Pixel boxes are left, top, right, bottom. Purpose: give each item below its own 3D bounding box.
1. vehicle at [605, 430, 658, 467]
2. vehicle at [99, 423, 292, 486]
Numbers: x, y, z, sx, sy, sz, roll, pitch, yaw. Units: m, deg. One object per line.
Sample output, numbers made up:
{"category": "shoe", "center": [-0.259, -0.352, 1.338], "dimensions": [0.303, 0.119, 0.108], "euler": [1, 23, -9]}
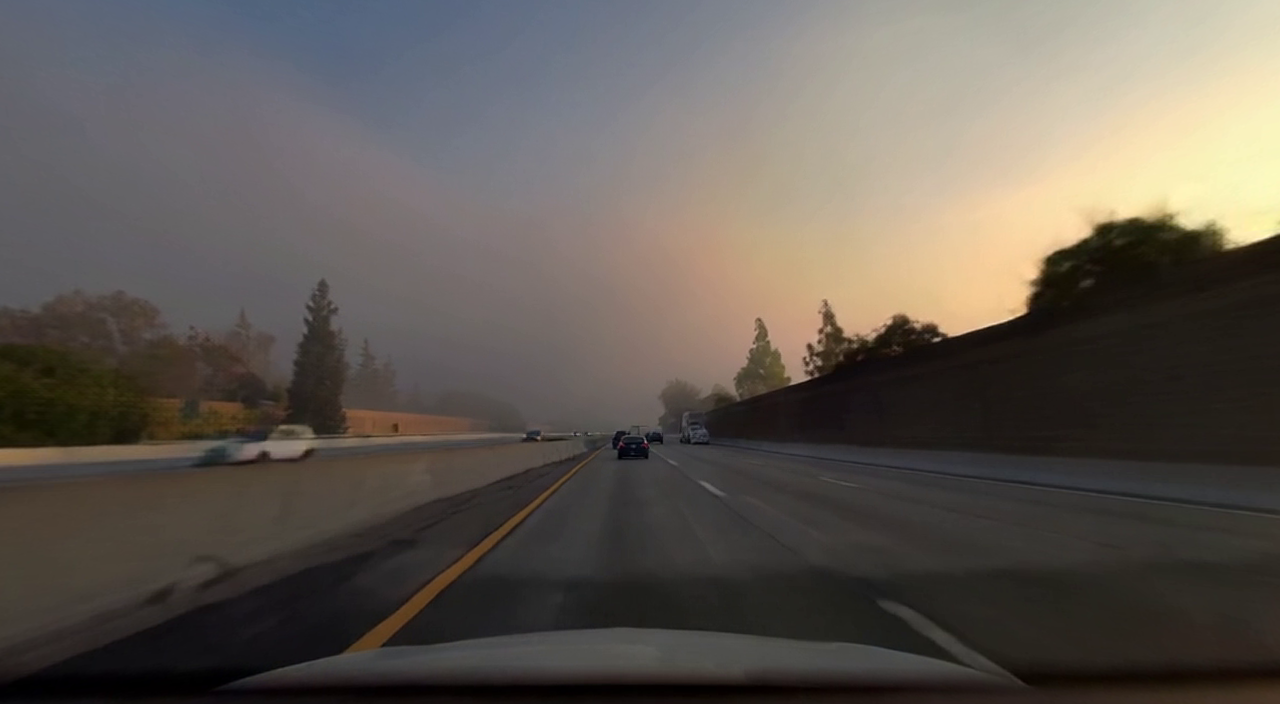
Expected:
{"category": "vehicle", "center": [-0.412, 4.190, 27.591], "dimensions": [2.119, 1.480, 4.000], "euler": [0, -8, -2]}
{"category": "vehicle", "center": [-12.079, 2.794, 17.638], "dimensions": [1.984, 1.501, 4.739], "euler": [0, -8, -1]}
